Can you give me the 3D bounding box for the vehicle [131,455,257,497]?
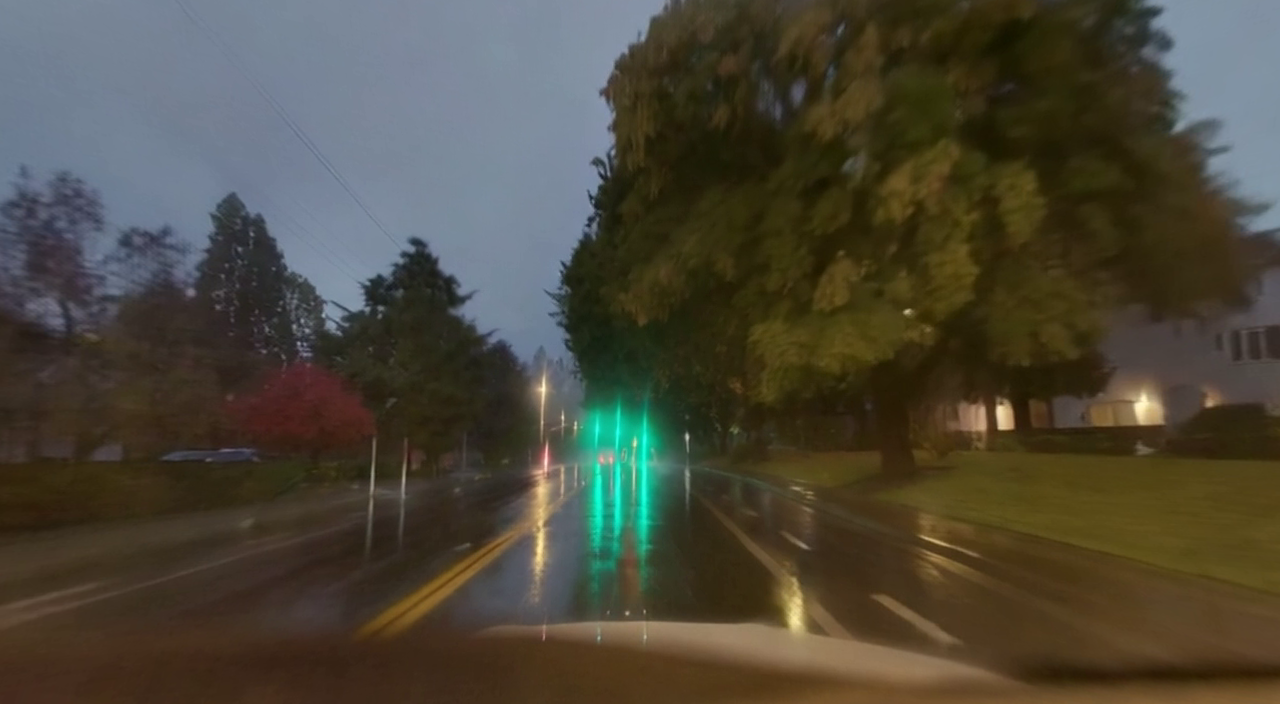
[{"bbox_3d":[-20.588,5.700,29.217,4.459,1.772,2.011,-1,-9,8],"label":"vehicle"}]
